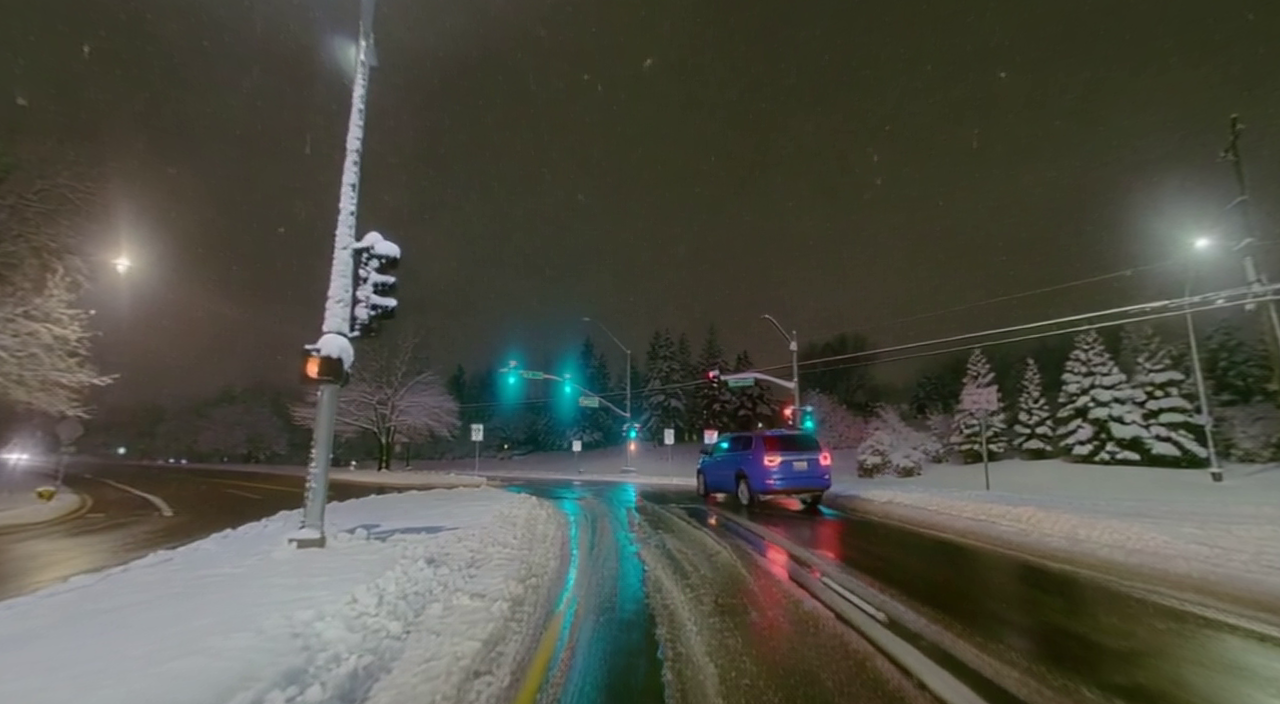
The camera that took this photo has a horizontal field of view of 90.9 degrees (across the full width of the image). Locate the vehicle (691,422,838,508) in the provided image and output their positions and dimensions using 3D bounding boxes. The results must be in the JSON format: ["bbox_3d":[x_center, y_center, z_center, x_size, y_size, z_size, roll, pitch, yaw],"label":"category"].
[{"bbox_3d":[2.832,2.741,15.760,2.284,1.788,4.871,0,-8,-5],"label":"vehicle"}]
